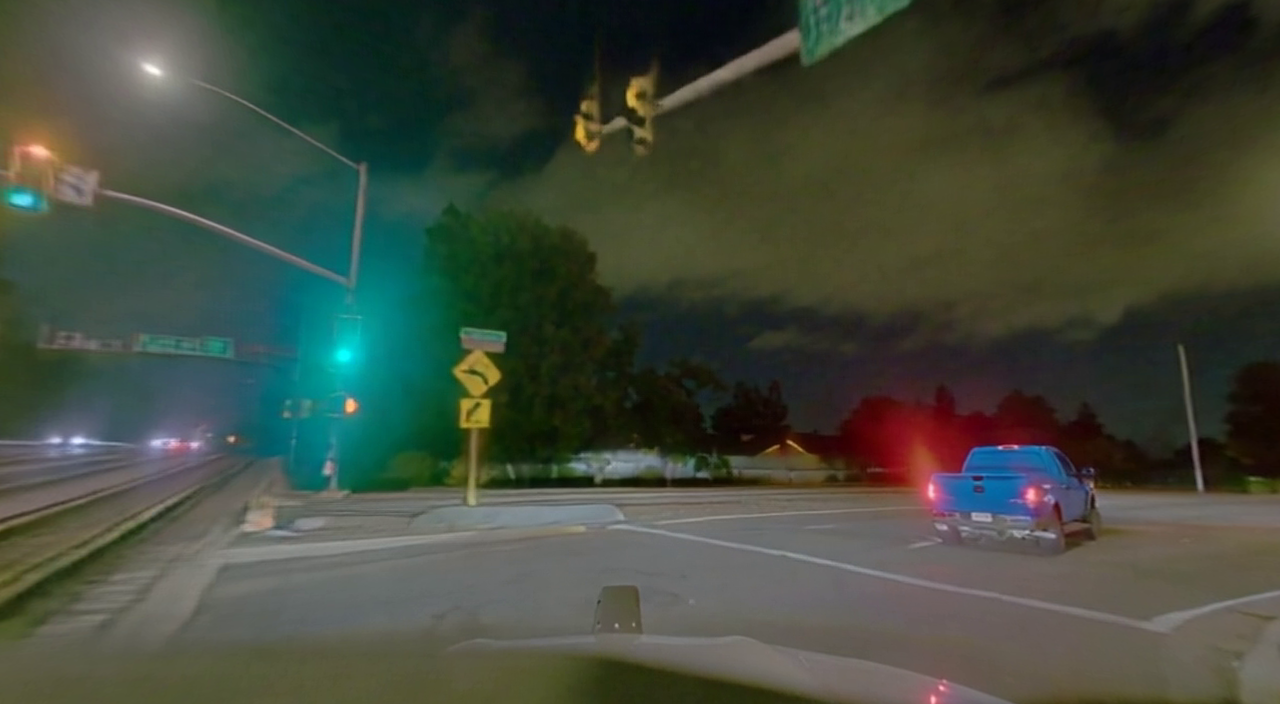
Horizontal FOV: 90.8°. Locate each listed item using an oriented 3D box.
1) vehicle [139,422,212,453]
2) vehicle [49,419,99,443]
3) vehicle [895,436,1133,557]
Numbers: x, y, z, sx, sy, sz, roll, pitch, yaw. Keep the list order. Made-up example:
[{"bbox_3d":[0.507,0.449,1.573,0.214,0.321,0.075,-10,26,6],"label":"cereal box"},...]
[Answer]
[{"bbox_3d":[-24.566,4.596,33.610,2.004,1.482,4.799,4,-10,-24],"label":"vehicle"},{"bbox_3d":[-44.142,6.216,49.361,1.913,1.675,4.418,5,-11,-29],"label":"vehicle"},{"bbox_3d":[7.745,2.768,12.885,5.251,1.926,2.404,8,-12,-39],"label":"vehicle"}]
